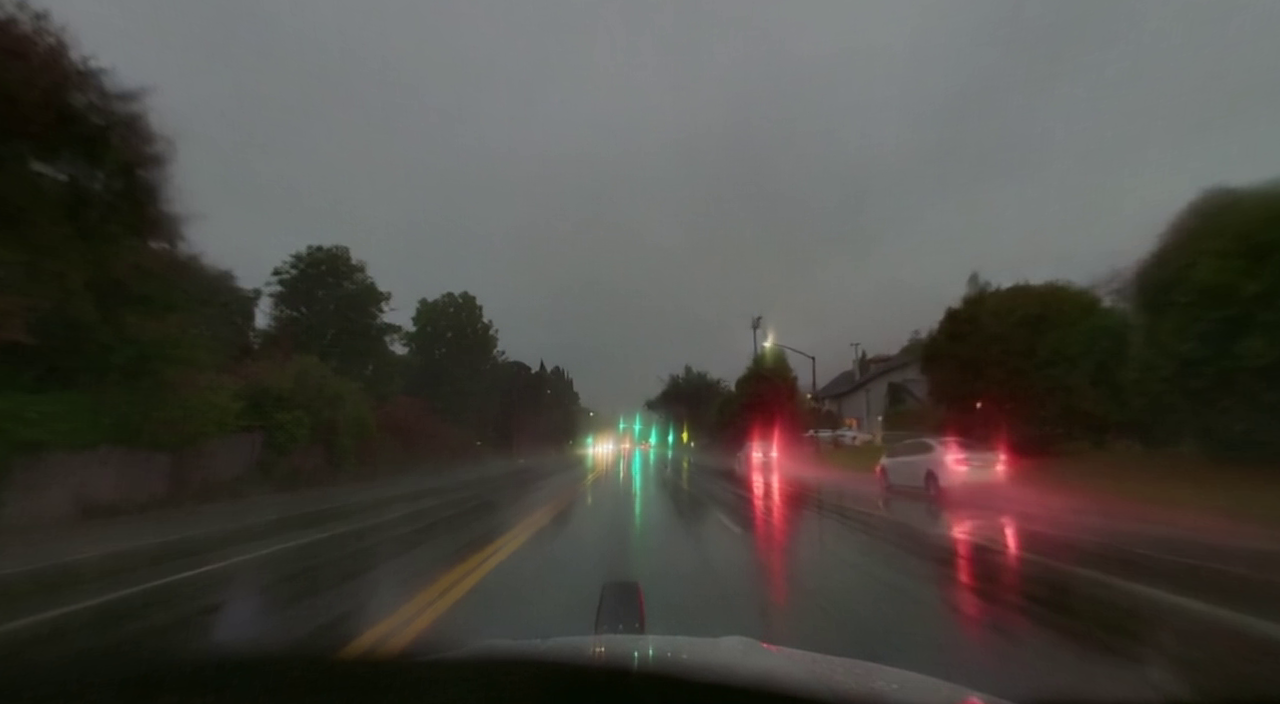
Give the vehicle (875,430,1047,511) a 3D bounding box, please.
[{"bbox_3d":[7.332,2.729,15.013,1.965,1.623,4.096,0,-9,1],"label":"vehicle"}]
